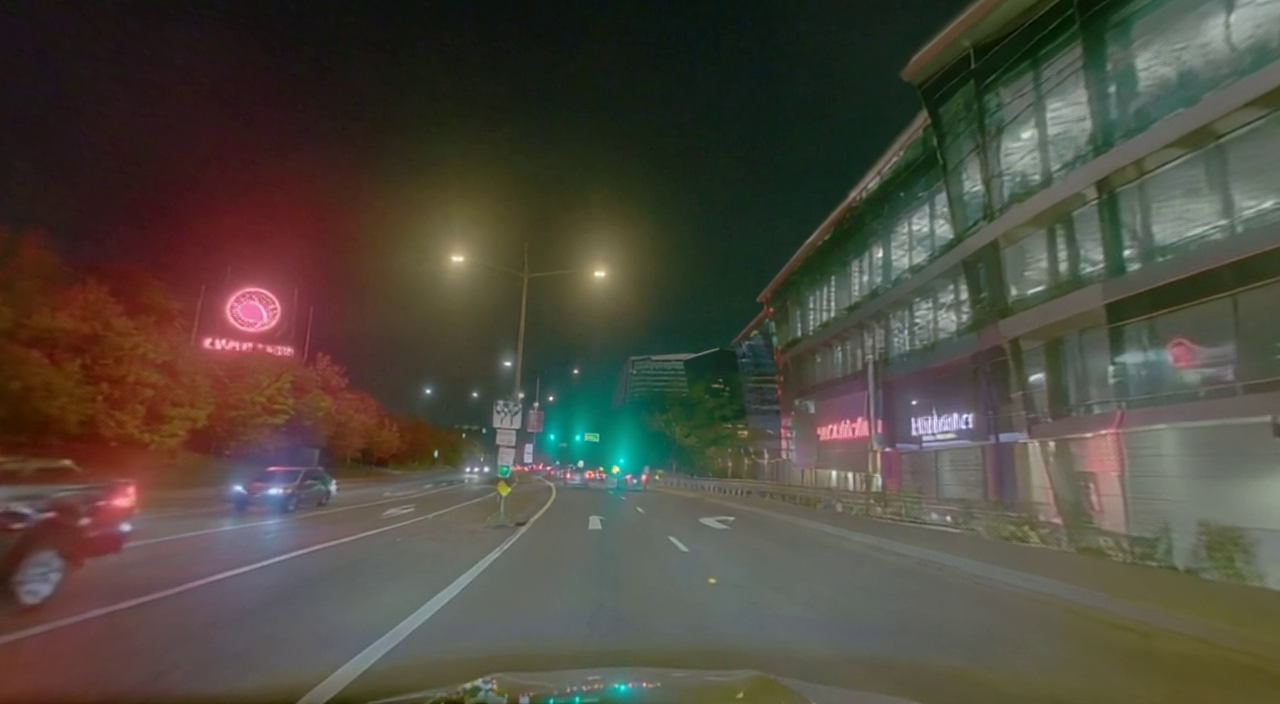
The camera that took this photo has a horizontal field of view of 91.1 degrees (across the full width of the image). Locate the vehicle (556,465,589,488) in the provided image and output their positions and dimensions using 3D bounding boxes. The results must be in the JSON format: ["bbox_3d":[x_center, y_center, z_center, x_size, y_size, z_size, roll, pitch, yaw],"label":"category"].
[{"bbox_3d":[-4.747,8.682,43.860,2.005,1.498,3.643,2,-11,-10],"label":"vehicle"}]

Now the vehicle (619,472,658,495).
[{"bbox_3d":[-0.131,7.435,35.587,1.775,1.186,2.933,2,-11,-9],"label":"vehicle"}]

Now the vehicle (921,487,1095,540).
[{"bbox_3d":[11.503,5.058,19.876,4.302,1.456,1.832,0,-10,2],"label":"vehicle"}]

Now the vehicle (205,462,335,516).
[{"bbox_3d":[-11.173,4.156,19.310,1.839,1.456,3.859,1,-10,-5],"label":"vehicle"}]

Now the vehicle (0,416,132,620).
[{"bbox_3d":[-6.357,1.230,4.393,2.011,1.701,4.519,1,-10,-5],"label":"vehicle"}]
